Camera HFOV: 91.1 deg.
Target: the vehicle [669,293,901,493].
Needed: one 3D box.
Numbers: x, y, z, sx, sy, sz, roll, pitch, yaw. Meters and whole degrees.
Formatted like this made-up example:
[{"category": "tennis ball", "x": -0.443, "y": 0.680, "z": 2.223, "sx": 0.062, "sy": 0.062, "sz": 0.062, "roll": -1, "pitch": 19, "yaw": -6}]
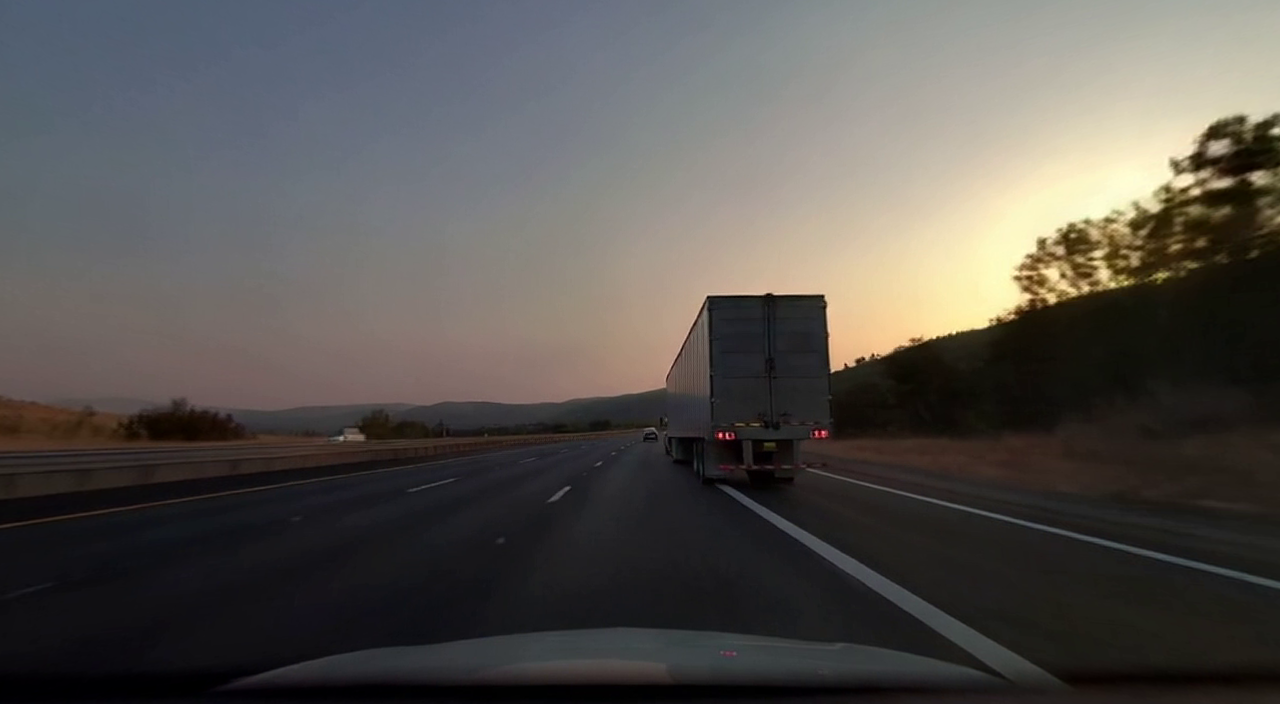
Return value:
[{"category": "vehicle", "x": 2.936, "y": 1.528, "z": 17.683, "sx": 3.446, "sy": 3.698, "sz": 12.089, "roll": 0, "pitch": -8, "yaw": -1}]
